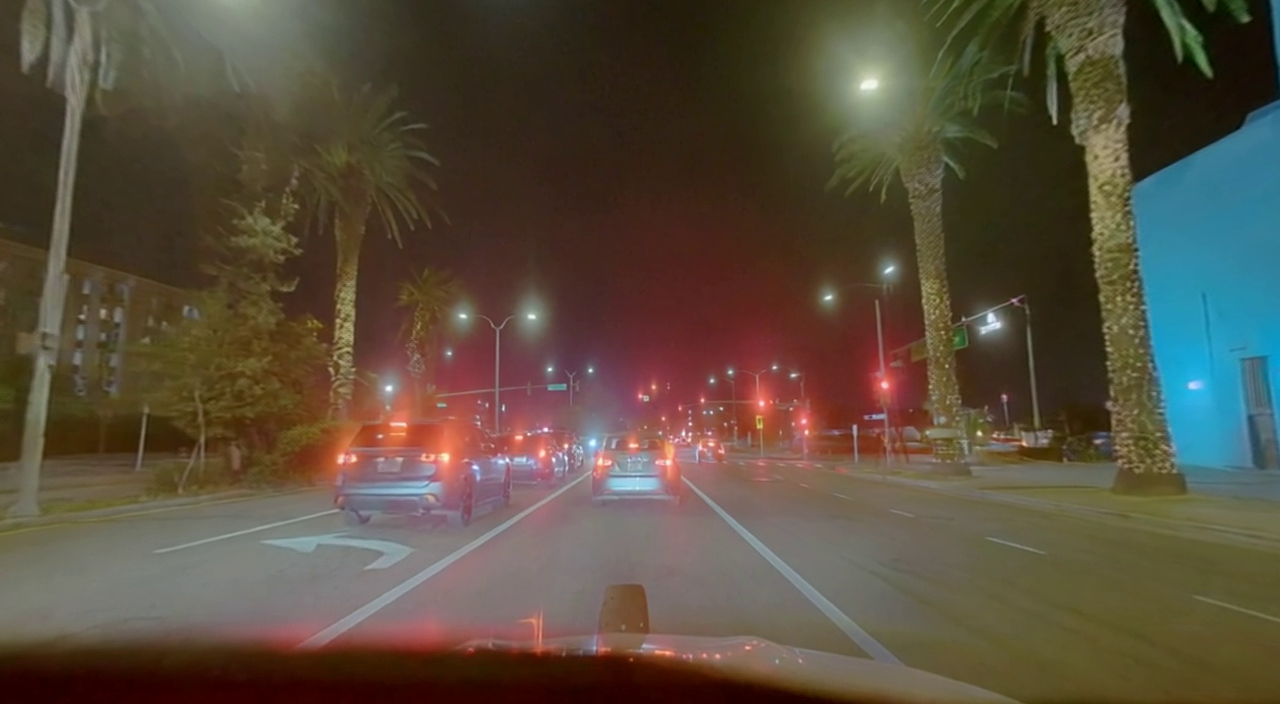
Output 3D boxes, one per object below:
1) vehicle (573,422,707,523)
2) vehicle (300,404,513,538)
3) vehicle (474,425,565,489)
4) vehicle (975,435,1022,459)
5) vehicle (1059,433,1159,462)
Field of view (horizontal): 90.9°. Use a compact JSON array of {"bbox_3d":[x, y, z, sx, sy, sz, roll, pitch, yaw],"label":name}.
[{"bbox_3d":[-0.023,2.234,12.169,2.114,1.585,4.285,0,-9,-1],"label":"vehicle"},{"bbox_3d":[-3.498,1.890,10.501,1.914,1.741,4.398,0,-9,-1],"label":"vehicle"},{"bbox_3d":[-3.440,3.097,18.825,1.840,1.684,4.041,0,-9,1],"label":"vehicle"},{"bbox_3d":[25.929,6.900,45.756,1.882,1.672,3.957,-2,-9,14],"label":"vehicle"},{"bbox_3d":[25.436,5.203,34.285,3.914,1.427,1.779,-2,-8,5],"label":"vehicle"}]
